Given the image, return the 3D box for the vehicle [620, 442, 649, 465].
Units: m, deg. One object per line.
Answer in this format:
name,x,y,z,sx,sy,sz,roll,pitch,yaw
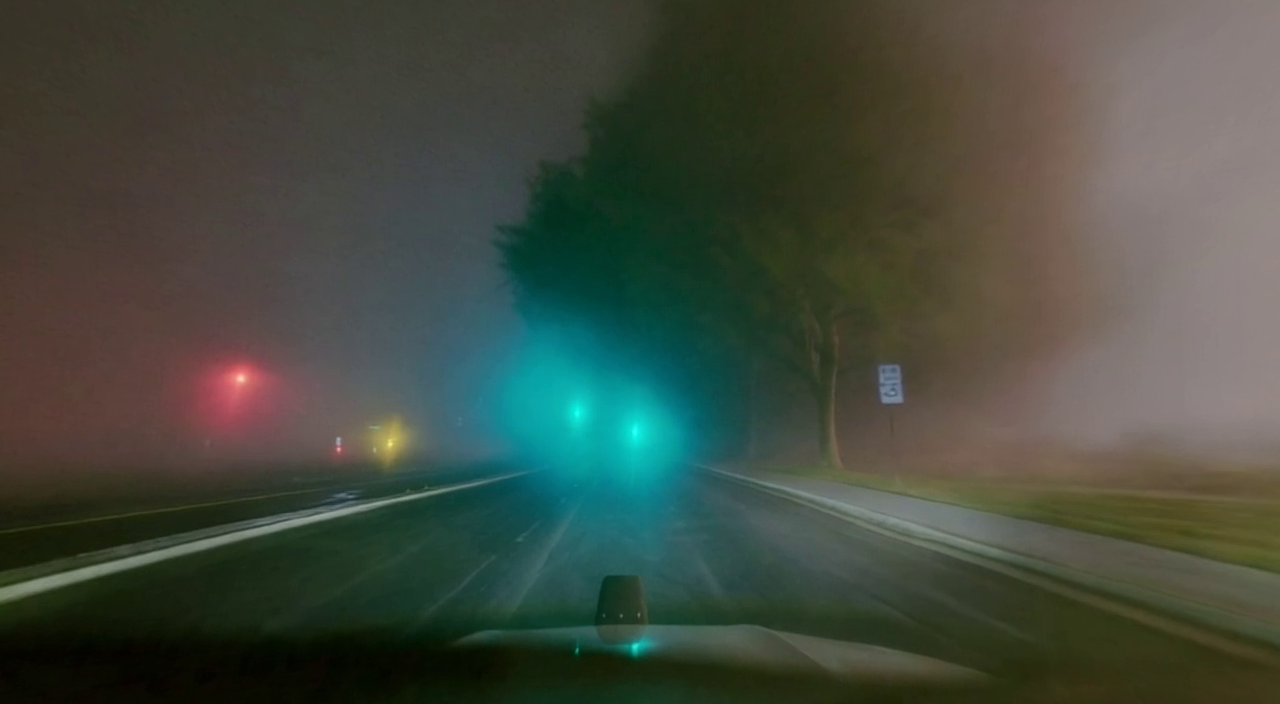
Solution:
vehicle,-0.459,7.473,46.769,2.045,1.613,4.210,0,-8,-1
